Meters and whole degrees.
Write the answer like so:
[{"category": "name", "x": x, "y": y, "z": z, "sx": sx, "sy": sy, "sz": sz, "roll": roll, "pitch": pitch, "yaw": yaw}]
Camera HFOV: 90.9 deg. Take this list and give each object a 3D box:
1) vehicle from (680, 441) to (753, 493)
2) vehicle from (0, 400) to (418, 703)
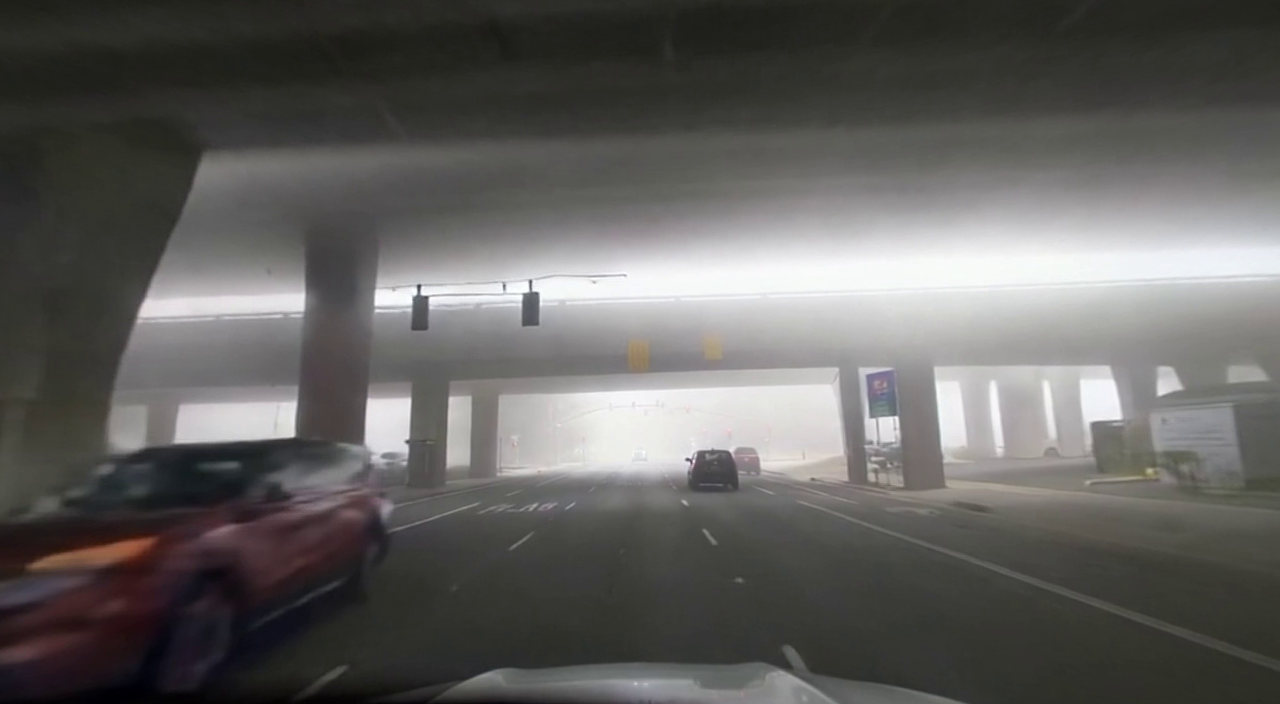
[{"category": "vehicle", "x": 2.473, "y": 3.837, "z": 21.389, "sx": 1.947, "sy": 1.576, "sz": 3.825, "roll": 0, "pitch": -9, "yaw": 0}, {"category": "vehicle", "x": -3.153, "y": 1.272, "z": 3.851, "sx": 2.076, "sy": 1.653, "sz": 4.152, "roll": 0, "pitch": -9, "yaw": 0}]
